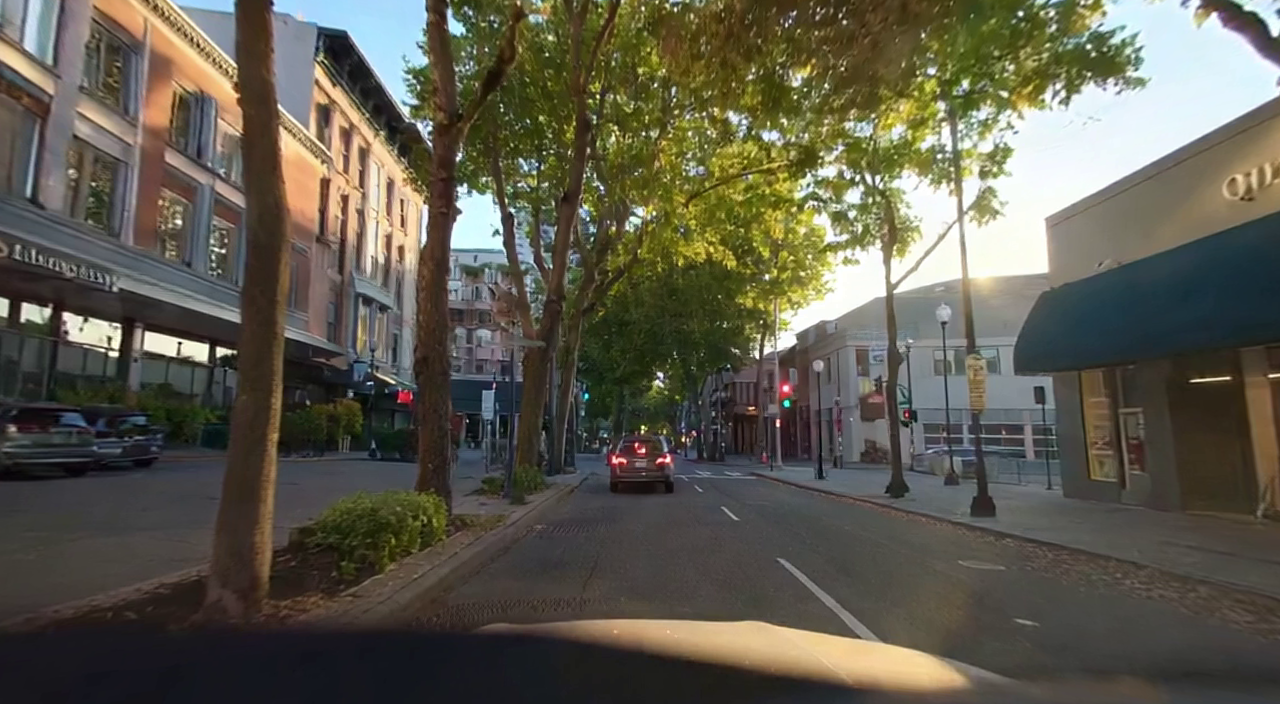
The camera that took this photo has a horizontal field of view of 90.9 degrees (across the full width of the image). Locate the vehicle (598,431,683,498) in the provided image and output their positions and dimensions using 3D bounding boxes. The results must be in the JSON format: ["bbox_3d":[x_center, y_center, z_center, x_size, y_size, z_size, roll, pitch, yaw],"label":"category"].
[{"bbox_3d":[-0.027,3.041,17.411,2.079,1.621,3.861,0,-9,-1],"label":"vehicle"}]

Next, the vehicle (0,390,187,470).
[{"bbox_3d":[-14.716,2.109,16.543,2.027,1.758,5.254,0,-9,-4],"label":"vehicle"}]
